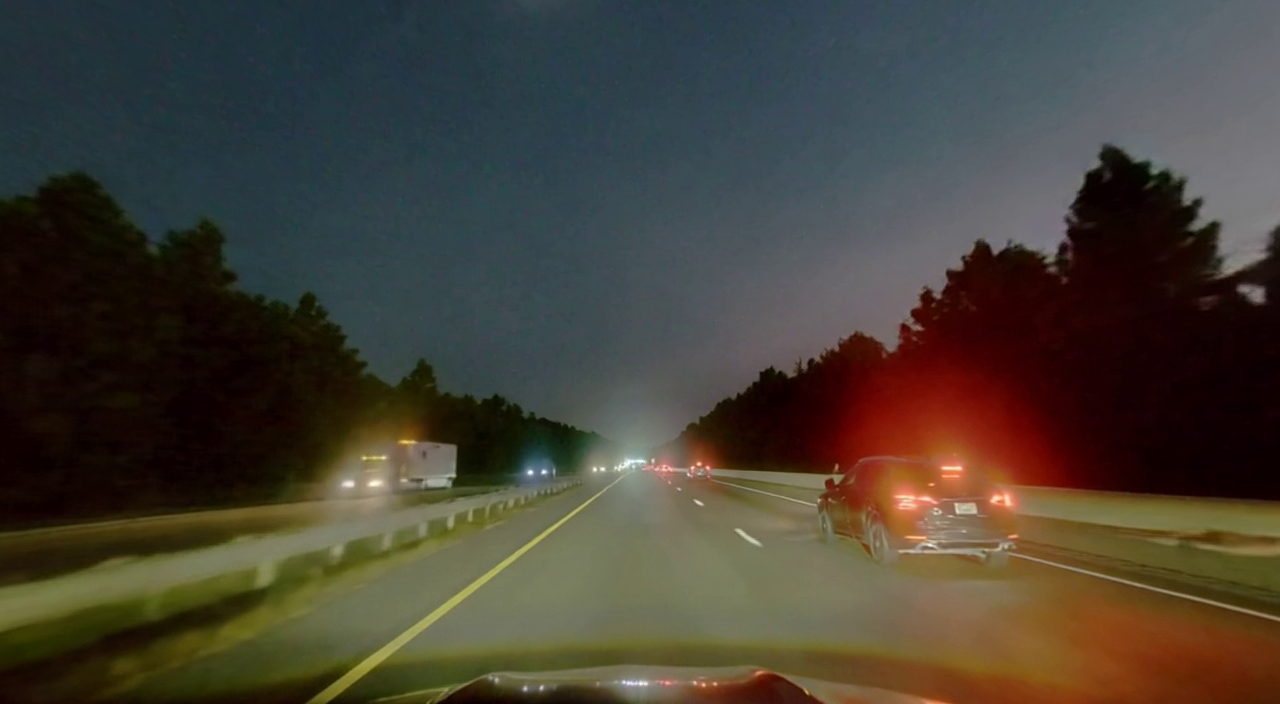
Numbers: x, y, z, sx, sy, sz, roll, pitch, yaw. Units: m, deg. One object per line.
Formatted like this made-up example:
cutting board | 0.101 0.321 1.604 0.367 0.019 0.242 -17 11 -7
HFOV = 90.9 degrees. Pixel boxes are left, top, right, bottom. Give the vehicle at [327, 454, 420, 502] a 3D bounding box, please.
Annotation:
vehicle | -11.973 5.692 28.741 2.025 1.941 4.964 1 -10 0

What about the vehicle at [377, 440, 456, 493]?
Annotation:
vehicle | -12.061 6.252 34.448 2.350 2.640 4.838 1 -10 1

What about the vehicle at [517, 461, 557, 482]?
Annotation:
vehicle | -7.883 9.178 48.504 2.206 1.513 4.401 0 -10 1

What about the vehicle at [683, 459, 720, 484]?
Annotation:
vehicle | 4.105 8.132 42.866 2.156 1.569 3.821 1 -10 0

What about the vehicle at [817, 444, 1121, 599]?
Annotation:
vehicle | 3.825 2.045 8.281 1.825 1.494 3.959 1 -10 0
